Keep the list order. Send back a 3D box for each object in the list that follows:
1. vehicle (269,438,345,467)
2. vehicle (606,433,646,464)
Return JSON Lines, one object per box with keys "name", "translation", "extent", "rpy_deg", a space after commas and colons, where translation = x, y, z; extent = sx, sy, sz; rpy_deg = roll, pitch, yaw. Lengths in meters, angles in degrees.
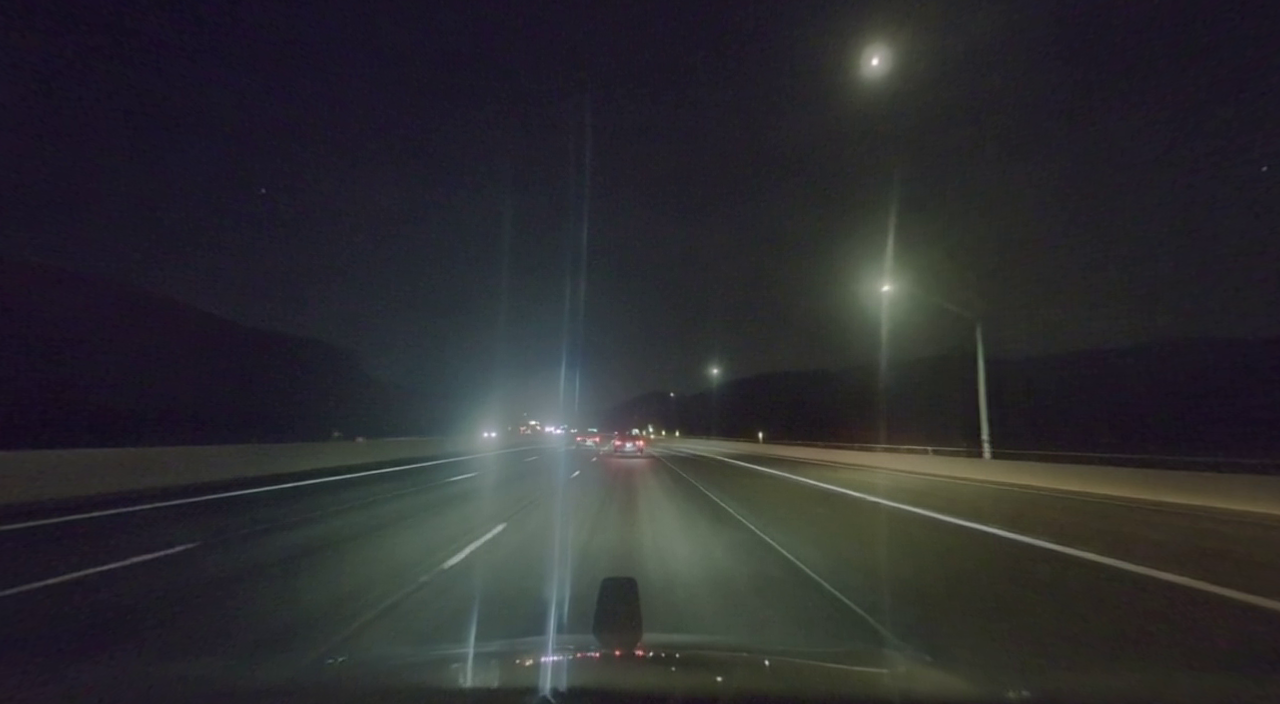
{"name": "vehicle", "translation": [-19.575, 5.910, 37.245], "extent": [1.908, 1.537, 4.798], "rpy_deg": [0, -8, 0]}
{"name": "vehicle", "translation": [-0.737, 4.896, 32.168], "extent": [1.948, 1.470, 3.913], "rpy_deg": [0, -8, -2]}
